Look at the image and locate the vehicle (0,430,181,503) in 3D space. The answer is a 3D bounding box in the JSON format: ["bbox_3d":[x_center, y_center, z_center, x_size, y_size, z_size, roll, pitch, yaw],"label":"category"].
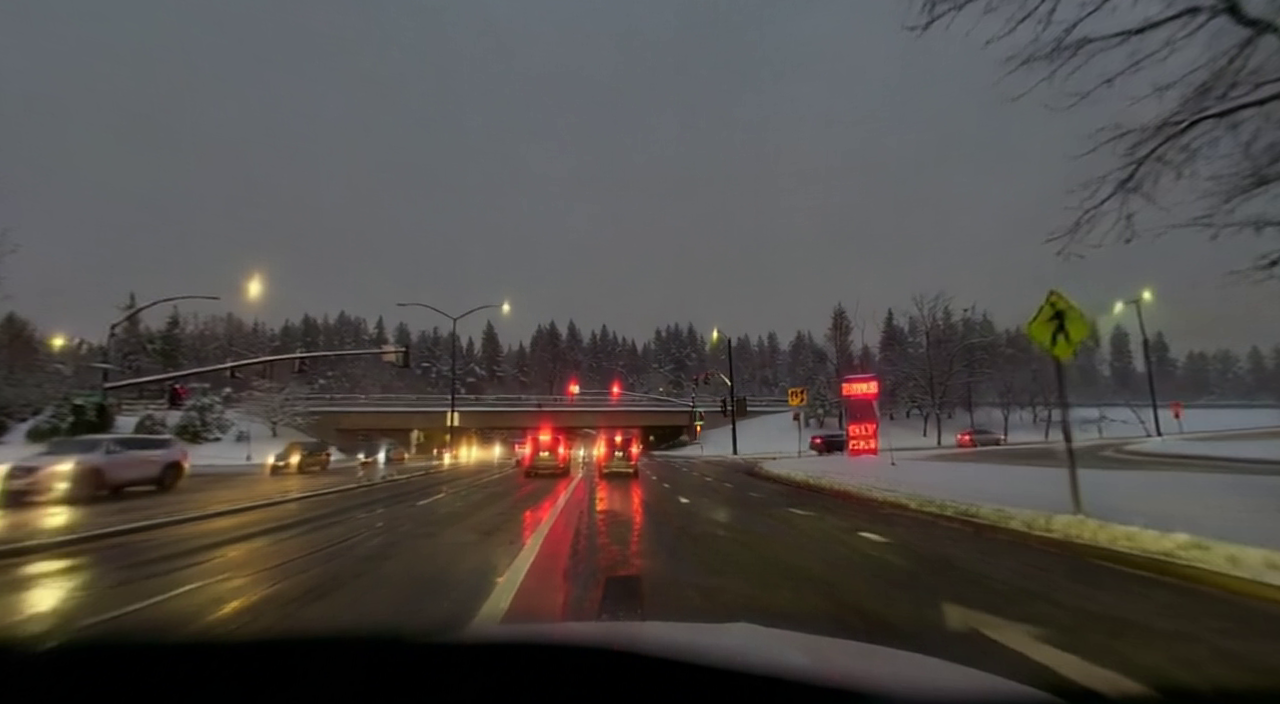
[{"bbox_3d":[-19.141,3.849,21.731,2.655,2.126,5.813,0,-9,-5],"label":"vehicle"}]

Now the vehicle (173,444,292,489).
[{"bbox_3d":[-15.799,4.430,24.864,1.968,1.557,4.650,1,-9,-6],"label":"vehicle"}]

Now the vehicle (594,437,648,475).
[{"bbox_3d":[-0.885,4.516,27.653,2.176,1.489,4.518,0,-9,-3],"label":"vehicle"}]

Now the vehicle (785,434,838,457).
[{"bbox_3d":[13.022,7.089,47.770,4.166,1.622,1.908,8,-12,-43],"label":"vehicle"}]

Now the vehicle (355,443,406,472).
[{"bbox_3d":[-17.803,7.256,43.542,1.985,1.537,4.013,-5,-6,-4],"label":"vehicle"}]

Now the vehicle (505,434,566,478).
[{"bbox_3d":[-4.181,4.235,26.030,2.057,1.610,4.891,0,-9,-4],"label":"vehicle"}]
